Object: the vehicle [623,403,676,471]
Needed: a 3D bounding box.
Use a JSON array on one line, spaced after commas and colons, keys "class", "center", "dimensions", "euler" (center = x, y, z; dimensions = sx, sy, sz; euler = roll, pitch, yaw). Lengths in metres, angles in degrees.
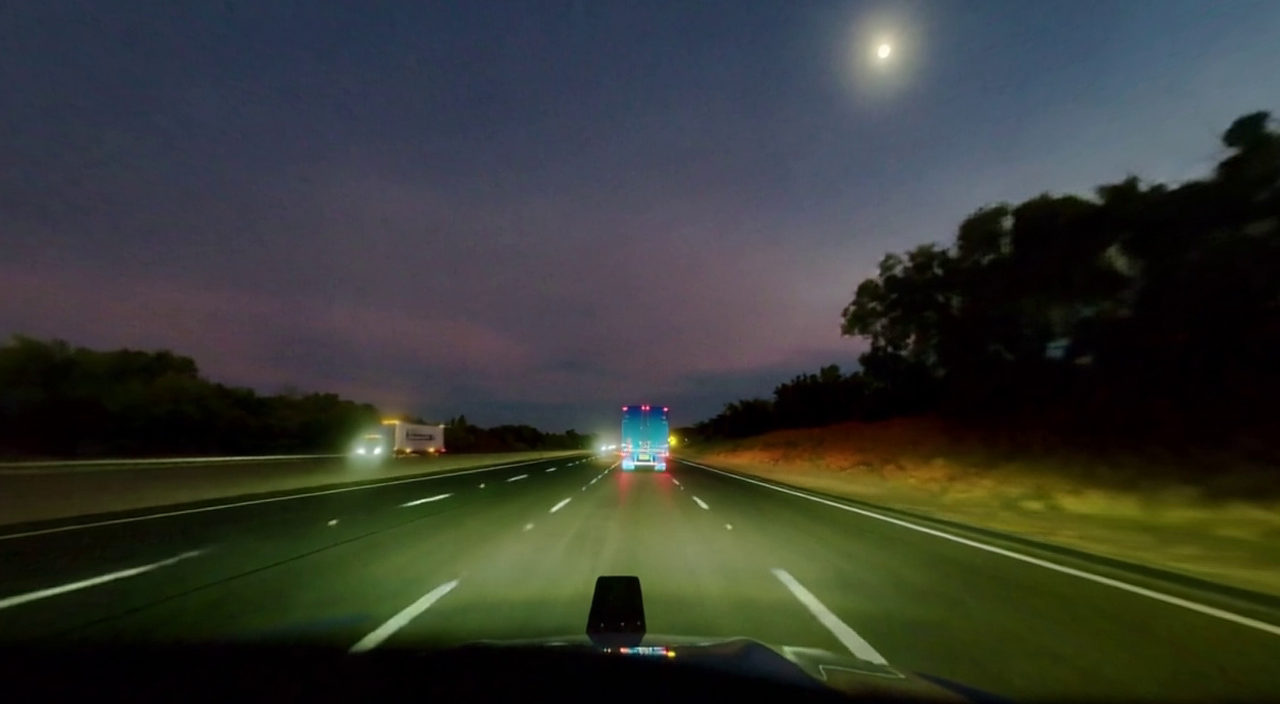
[{"class": "vehicle", "center": [0.402, 5.887, 42.784], "dimensions": [3.055, 4.009, 10.972], "euler": [0, -9, -2]}]
